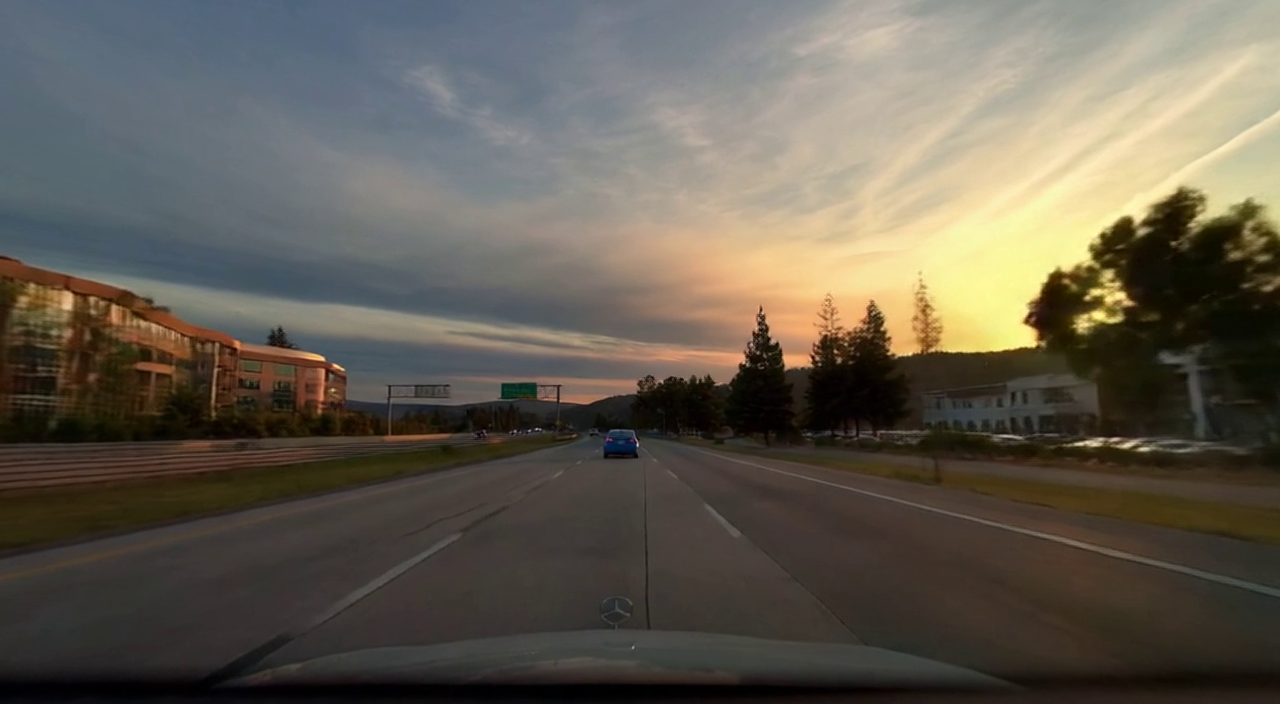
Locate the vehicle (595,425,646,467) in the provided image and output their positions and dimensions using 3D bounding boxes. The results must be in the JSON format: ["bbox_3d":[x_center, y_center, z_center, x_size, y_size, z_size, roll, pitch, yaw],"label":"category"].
[{"bbox_3d":[-0.813,3.930,26.613,2.020,1.633,3.942,0,-8,-2],"label":"vehicle"}]
